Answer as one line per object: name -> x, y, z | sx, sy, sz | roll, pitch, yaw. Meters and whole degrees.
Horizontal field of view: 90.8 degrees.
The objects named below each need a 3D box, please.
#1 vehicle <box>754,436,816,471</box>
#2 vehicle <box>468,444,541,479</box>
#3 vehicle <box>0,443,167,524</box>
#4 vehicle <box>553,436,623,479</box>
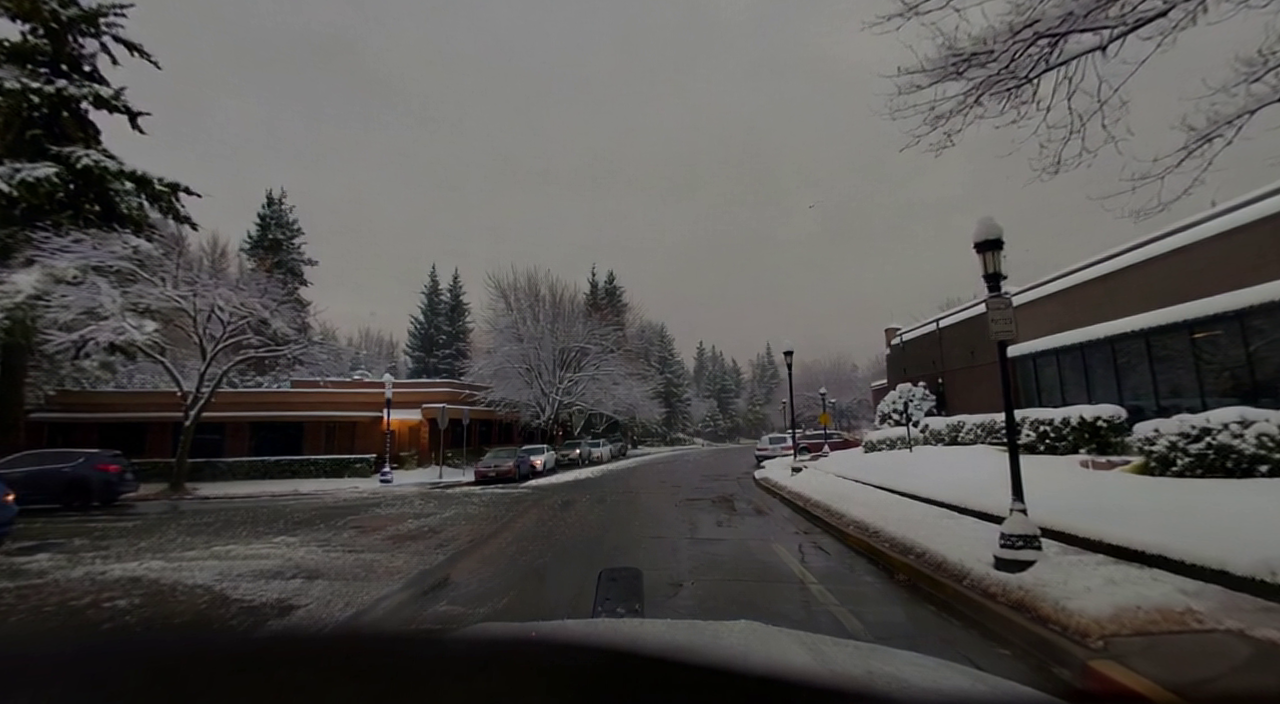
vehicle -> 6.689, 4.726, 29.574 | 1.918, 1.461, 4.419 | 0, -8, 1
vehicle -> -6.071, 4.975, 28.963 | 1.968, 1.443, 4.358 | -1, -9, 6
vehicle -> -13.412, 2.859, 14.061 | 4.106, 1.620, 2.065 | -1, -9, 2
vehicle -> -2.094, 4.445, 26.916 | 2.110, 1.651, 4.410 | -1, -9, 7
